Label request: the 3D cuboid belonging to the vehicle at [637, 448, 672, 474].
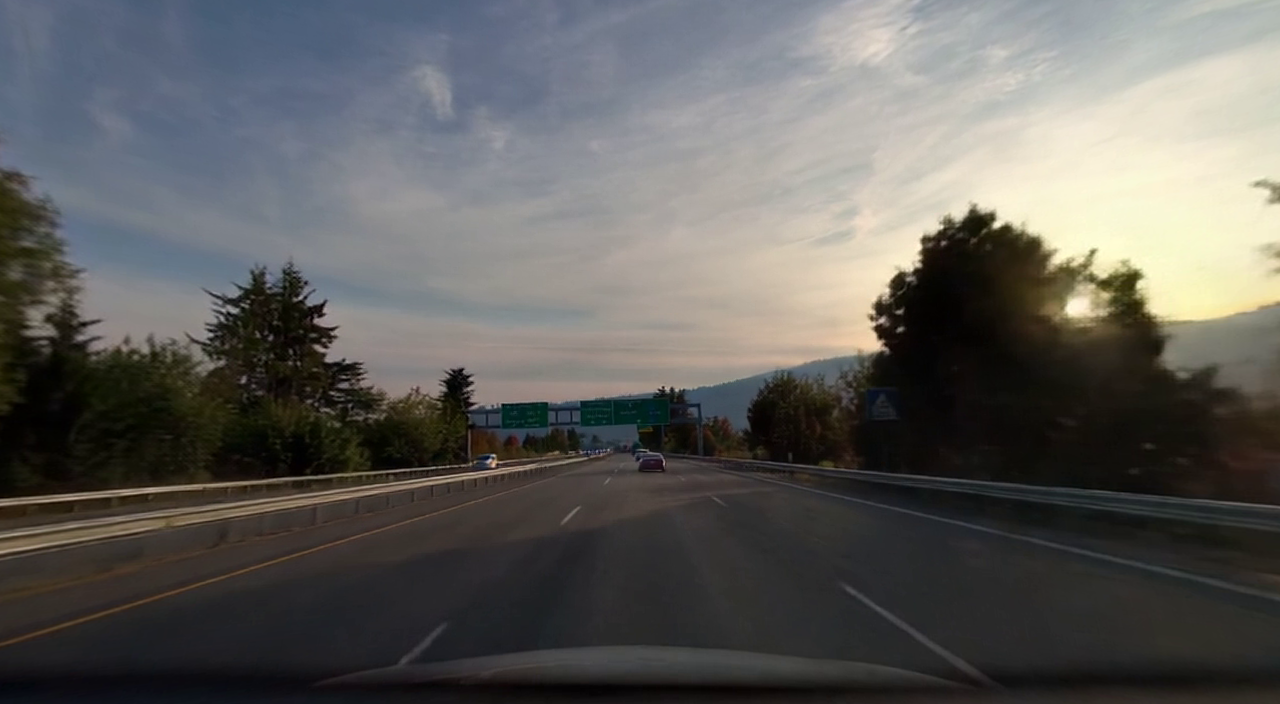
[{"bbox_3d":[0.836,6.708,38.903,2.036,1.457,3.471,0,-9,-1],"label":"vehicle"}]
